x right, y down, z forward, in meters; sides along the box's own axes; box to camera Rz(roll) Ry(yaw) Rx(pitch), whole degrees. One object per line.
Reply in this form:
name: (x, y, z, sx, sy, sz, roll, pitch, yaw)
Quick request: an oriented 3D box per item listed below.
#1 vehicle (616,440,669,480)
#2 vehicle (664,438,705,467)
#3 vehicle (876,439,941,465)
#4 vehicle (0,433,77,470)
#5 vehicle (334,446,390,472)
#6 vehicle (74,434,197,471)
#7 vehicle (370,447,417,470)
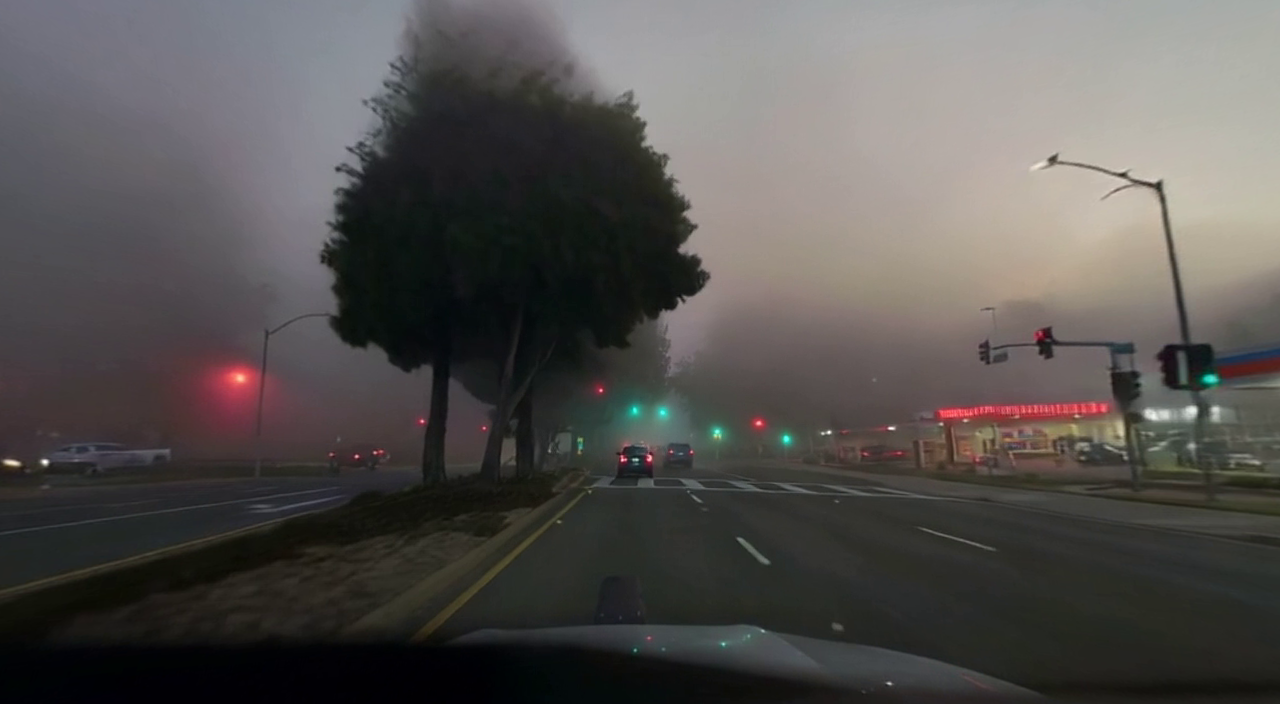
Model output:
vehicle: (0.082, 4.646, 27.374, 2.145, 1.572, 4.021, 0, -8, -1)
vehicle: (3.343, 7.776, 48.927, 2.731, 2.101, 6.047, 0, -8, 0)
vehicle: (20.453, 7.645, 48.362, 2.254, 1.804, 5.953, -1, -9, -1)
vehicle: (-37.110, 5.931, 37.591, 4.993, 2.132, 2.055, 0, -8, 4)
vehicle: (-19.115, 7.365, 43.473, 1.967, 1.680, 4.396, -1, -9, -1)
vehicle: (-30.670, 6.133, 38.368, 5.713, 2.148, 2.107, 0, -9, 4)
vehicle: (-19.124, 8.254, 48.988, 1.920, 1.638, 4.299, 0, -8, 0)
